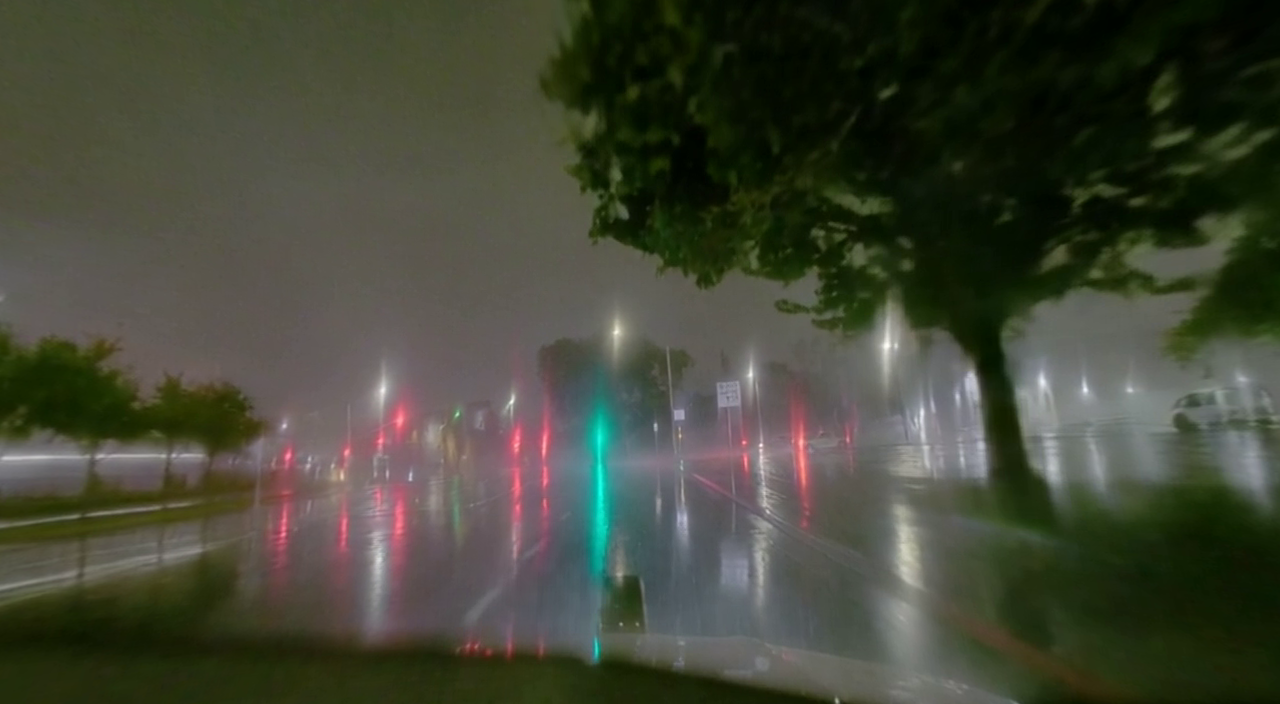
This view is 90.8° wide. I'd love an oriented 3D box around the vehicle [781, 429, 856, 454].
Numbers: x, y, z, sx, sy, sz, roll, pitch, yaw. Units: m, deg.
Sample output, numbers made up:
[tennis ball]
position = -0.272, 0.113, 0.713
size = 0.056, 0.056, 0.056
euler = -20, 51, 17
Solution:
[vehicle]
position = 11.841, 5.982, 42.071
size = 4.332, 1.581, 2.028
euler = 1, -9, -10
